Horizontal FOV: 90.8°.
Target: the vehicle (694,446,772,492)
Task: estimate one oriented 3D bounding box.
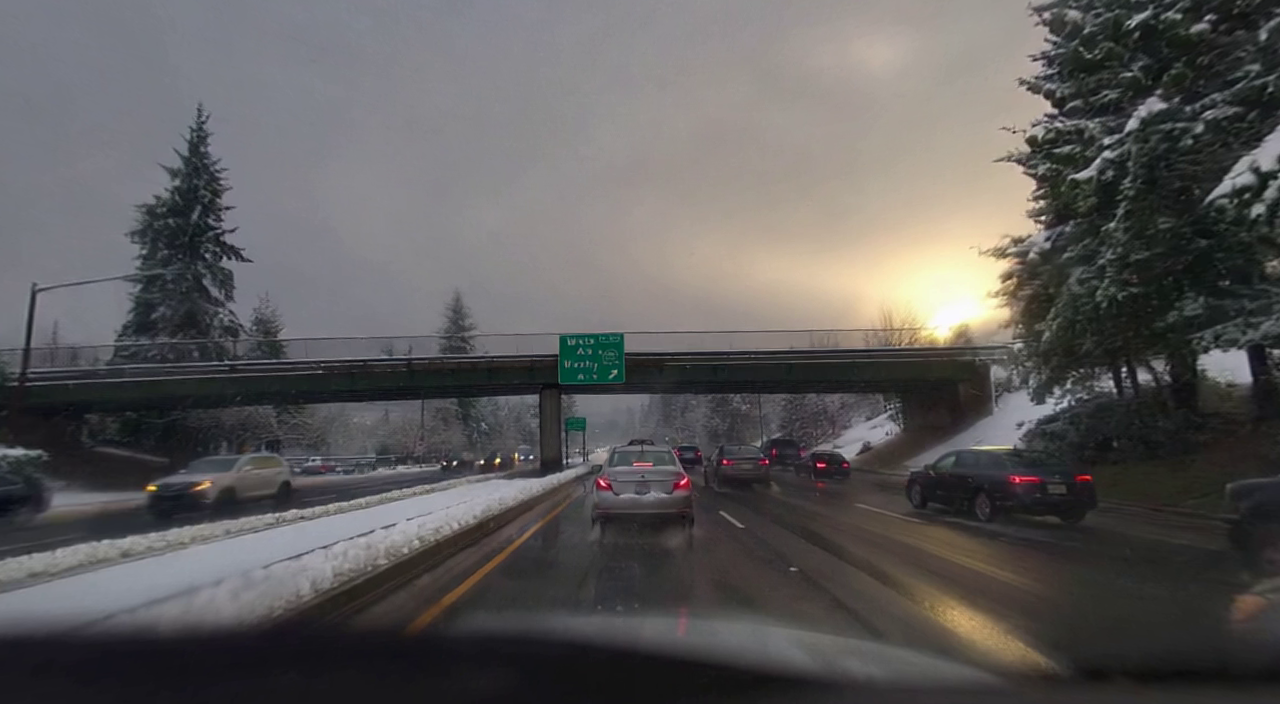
[{"bbox_3d":[3.120,4.006,22.075,1.962,1.431,4.205,0,-9,-2],"label":"vehicle"}]

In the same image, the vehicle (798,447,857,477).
[{"bbox_3d":[9.788,5.747,33.275,1.839,1.453,3.992,0,-9,-1],"label":"vehicle"}]

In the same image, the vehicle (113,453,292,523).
[{"bbox_3d":[-11.875,3.658,17.584,1.942,1.642,4.200,0,-9,0],"label":"vehicle"}]

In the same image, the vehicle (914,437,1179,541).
[{"bbox_3d":[6.748,2.280,11.168,1.890,1.478,4.093,0,-9,-1],"label":"vehicle"}]

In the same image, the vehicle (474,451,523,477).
[{"bbox_3d":[-8.866,7.033,39.911,2.010,1.524,4.705,0,-9,0],"label":"vehicle"}]

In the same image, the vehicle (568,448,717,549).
[{"bbox_3d":[0.020,2.293,10.556,2.027,1.341,3.775,0,-9,-1],"label":"vehicle"}]
